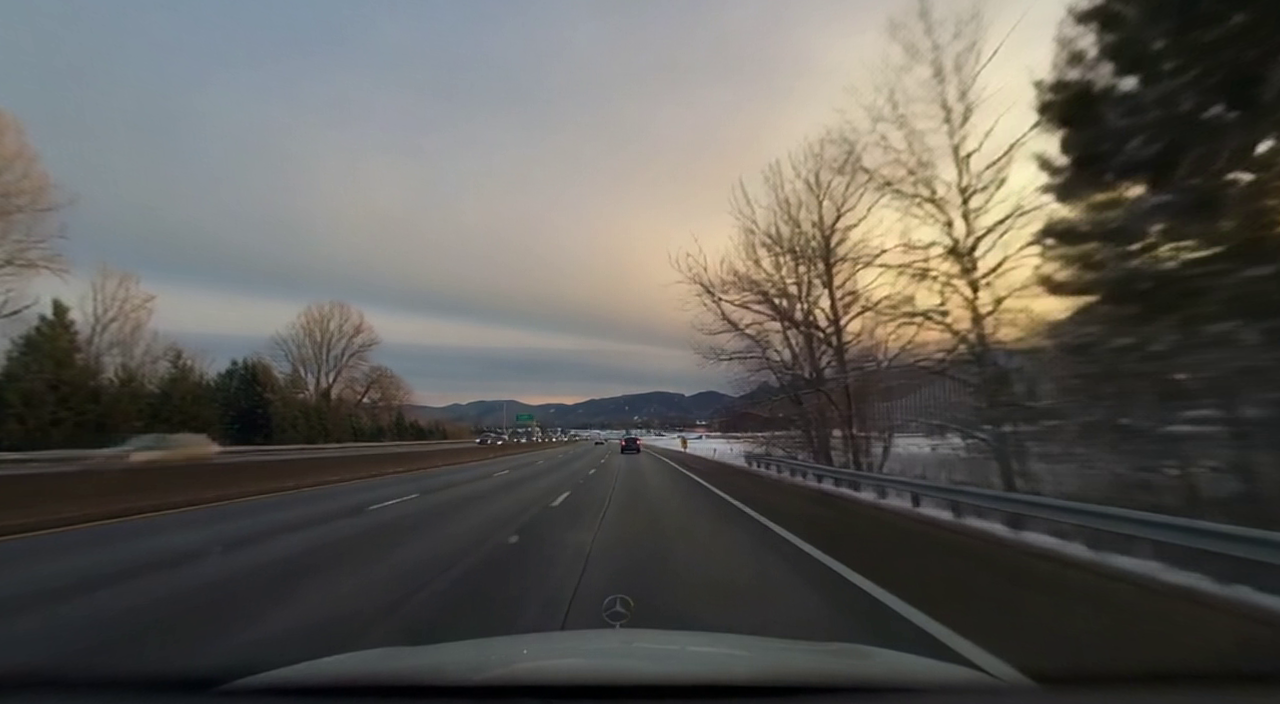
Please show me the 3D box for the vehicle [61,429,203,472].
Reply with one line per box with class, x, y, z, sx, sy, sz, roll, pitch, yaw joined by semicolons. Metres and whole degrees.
vehicle;-19.656;3.808;24.626;1.915;1.527;4.409;0;-8;-1
